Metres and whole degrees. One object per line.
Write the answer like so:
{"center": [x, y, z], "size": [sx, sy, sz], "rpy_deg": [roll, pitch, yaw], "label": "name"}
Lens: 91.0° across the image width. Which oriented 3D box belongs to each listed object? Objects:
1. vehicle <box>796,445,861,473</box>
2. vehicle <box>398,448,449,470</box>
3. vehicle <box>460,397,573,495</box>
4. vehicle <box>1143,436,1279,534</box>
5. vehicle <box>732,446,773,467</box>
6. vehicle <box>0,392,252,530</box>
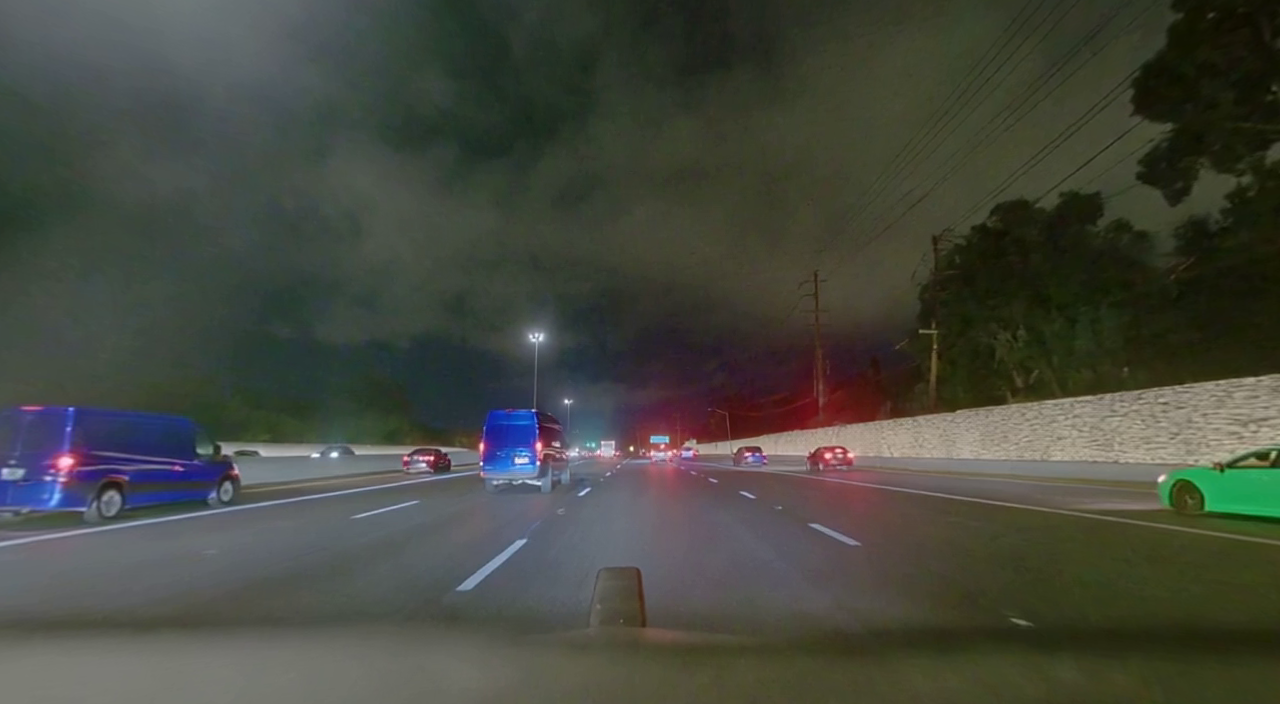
{"center": [10.378, 5.904, 34.979], "size": [2.052, 1.470, 4.364], "rpy_deg": [0, -9, -3], "label": "vehicle"}
{"center": [-15.158, 7.489, 44.370], "size": [1.948, 1.479, 4.754], "rpy_deg": [0, -9, 0], "label": "vehicle"}
{"center": [-3.684, 3.009, 20.149], "size": [2.395, 2.660, 5.827], "rpy_deg": [0, -9, 0], "label": "vehicle"}
{"center": [11.100, 2.084, 9.909], "size": [2.115, 1.525, 4.882], "rpy_deg": [0, -9, -4], "label": "vehicle"}
{"center": [8.839, 8.253, 49.936], "size": [2.095, 1.504, 4.536], "rpy_deg": [0, -9, -5], "label": "vehicle"}
{"center": [-11.380, 2.193, 13.135], "size": [2.596, 2.162, 6.328], "rpy_deg": [0, -9, -1], "label": "vehicle"}
